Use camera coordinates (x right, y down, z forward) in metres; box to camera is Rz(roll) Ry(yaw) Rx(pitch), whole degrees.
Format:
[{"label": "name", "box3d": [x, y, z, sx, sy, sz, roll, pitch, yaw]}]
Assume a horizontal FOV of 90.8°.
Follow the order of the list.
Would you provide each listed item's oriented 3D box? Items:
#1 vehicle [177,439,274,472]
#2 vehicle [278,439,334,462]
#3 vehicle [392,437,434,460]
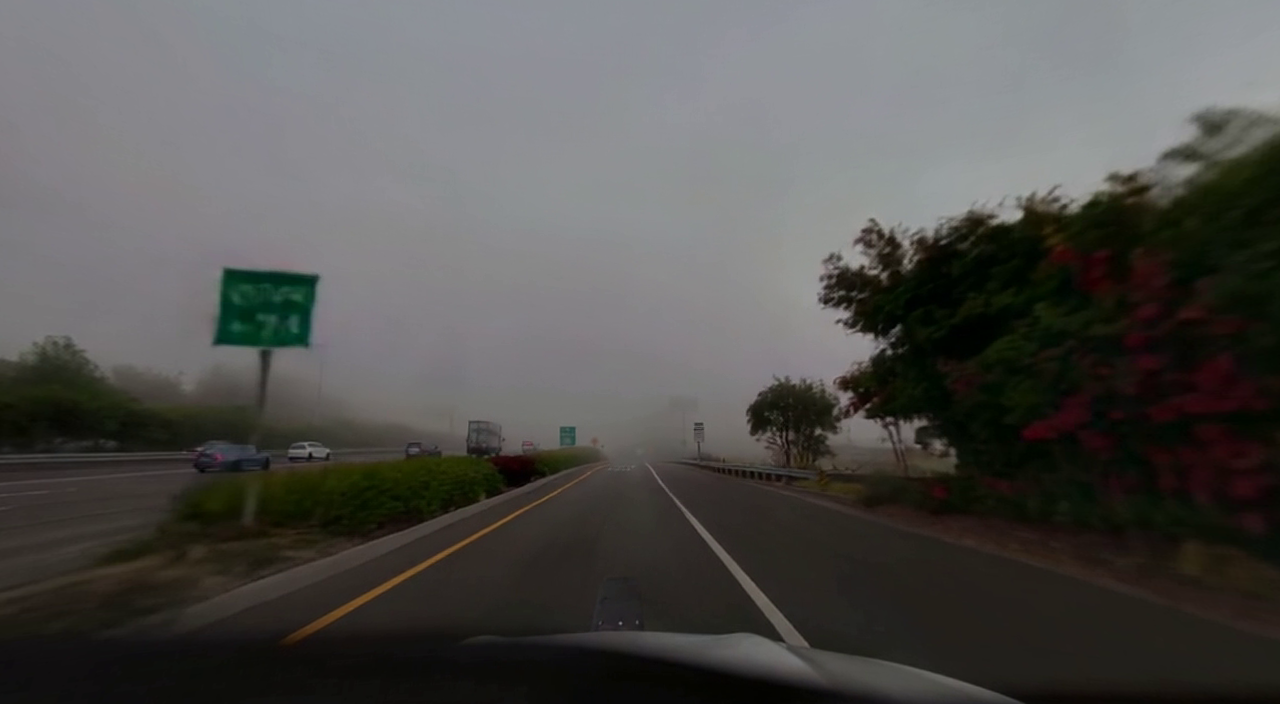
[{"label": "vehicle", "box3d": [-20.498, 5.141, 31.511, 1.933, 1.496, 4.516, 0, -9, -3]}, {"label": "vehicle", "box3d": [-25.104, 7.412, 47.679, 1.998, 1.648, 4.495, 0, -9, -3]}, {"label": "vehicle", "box3d": [-17.596, 7.481, 49.083, 1.919, 1.658, 4.084, 0, -9, -3]}]
